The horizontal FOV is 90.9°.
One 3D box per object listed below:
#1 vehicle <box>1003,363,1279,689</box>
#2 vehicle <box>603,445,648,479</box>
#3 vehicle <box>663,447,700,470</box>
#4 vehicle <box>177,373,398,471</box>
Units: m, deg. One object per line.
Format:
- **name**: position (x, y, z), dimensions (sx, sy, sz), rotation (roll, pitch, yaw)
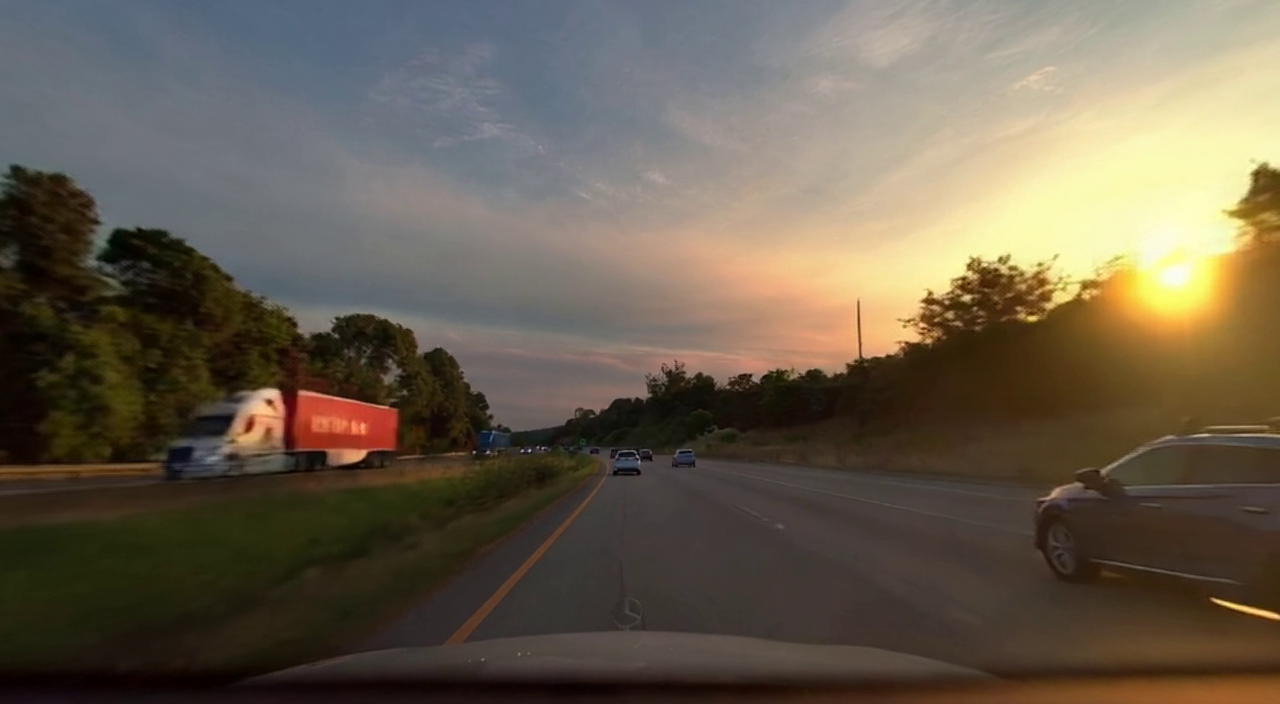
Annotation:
- **vehicle**: position (4.228, 0.933, 3.513), dimensions (2.013, 1.623, 3.916), rotation (0, -9, 0)
- **vehicle**: position (-0.717, 5.275, 30.368), dimensions (2.050, 1.534, 3.771), rotation (0, -9, -2)
- **vehicle**: position (2.862, 7.463, 44.375), dimensions (2.008, 1.504, 4.291), rotation (1, -9, -4)
- **vehicle**: position (-17.245, 4.101, 33.472), dimensions (2.901, 3.920, 16.383), rotation (0, -9, -2)
